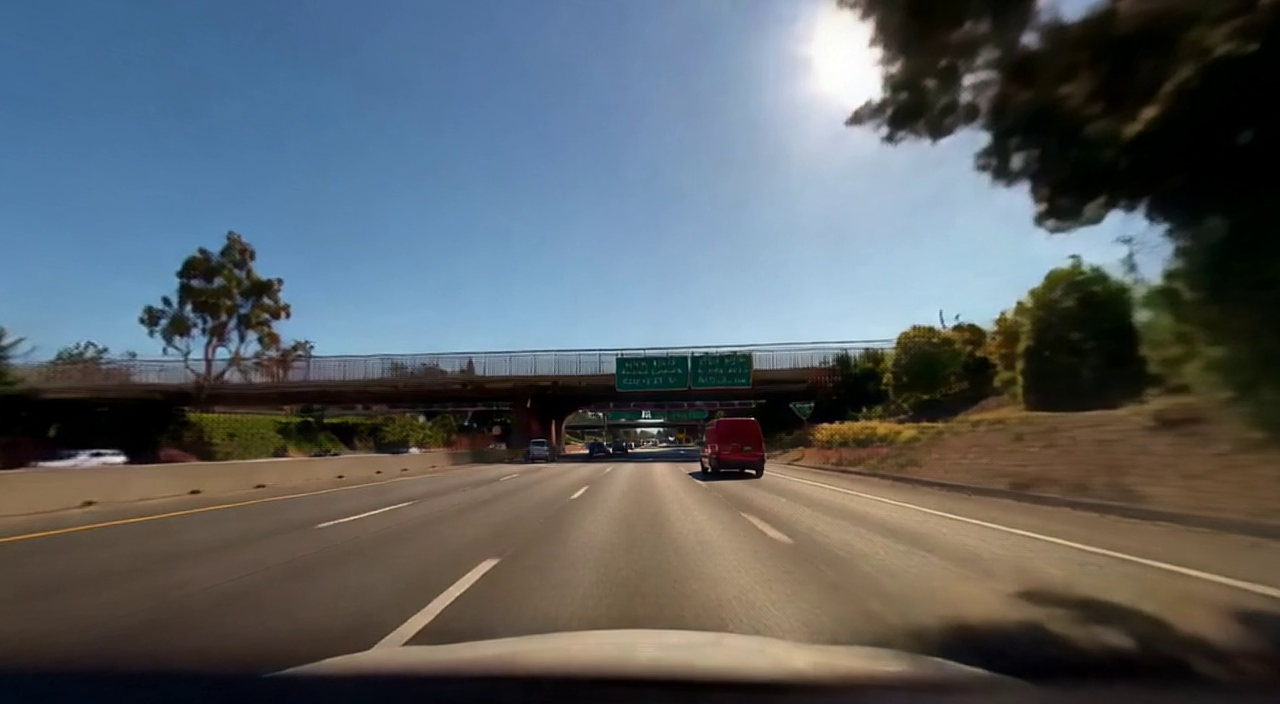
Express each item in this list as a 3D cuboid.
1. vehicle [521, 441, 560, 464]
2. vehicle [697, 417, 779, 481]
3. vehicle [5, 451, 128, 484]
[{"bbox_3d":[-7.306,7.418,46.770,2.068,1.632,4.623,-1,-8,1],"label":"vehicle"},{"bbox_3d":[3.764,3.881,25.356,2.347,2.234,5.352,0,-8,-1],"label":"vehicle"},{"bbox_3d":[-32.779,6.581,36.319,1.984,1.711,5.368,-1,-8,1],"label":"vehicle"}]
